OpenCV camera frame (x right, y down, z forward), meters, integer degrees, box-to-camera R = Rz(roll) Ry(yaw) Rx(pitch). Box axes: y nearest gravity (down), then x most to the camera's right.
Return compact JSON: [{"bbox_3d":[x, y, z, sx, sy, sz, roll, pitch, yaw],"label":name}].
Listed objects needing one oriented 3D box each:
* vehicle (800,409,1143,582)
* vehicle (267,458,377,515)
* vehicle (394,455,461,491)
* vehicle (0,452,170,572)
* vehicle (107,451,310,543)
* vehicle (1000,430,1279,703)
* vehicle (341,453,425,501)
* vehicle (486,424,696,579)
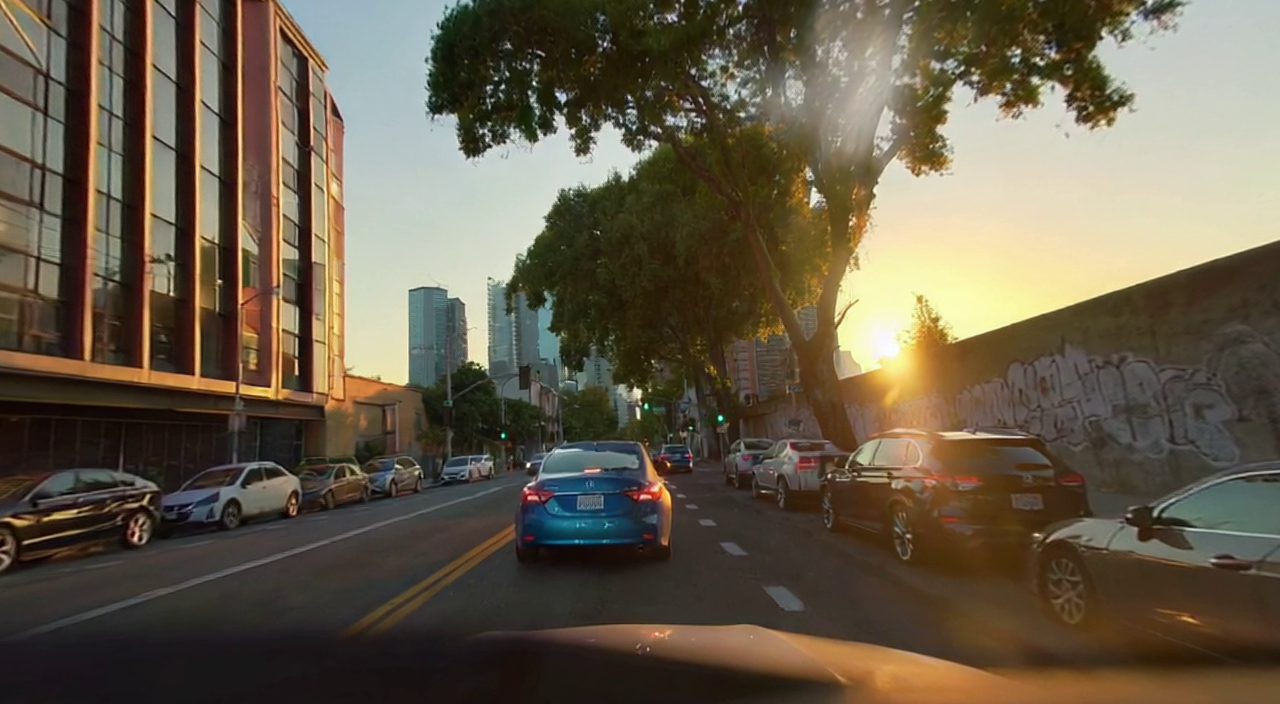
[{"bbox_3d":[4.197,1.903,9.371,2.097,1.811,5.230,0,-8,-2],"label":"vehicle"},{"bbox_3d":[-10.986,4.616,22.154,1.741,1.506,4.370,-5,-8,-3],"label":"vehicle"},{"bbox_3d":[-11.114,6.317,33.335,1.931,1.499,4.645,-6,-8,-2],"label":"vehicle"},{"bbox_3d":[-10.870,2.771,10.949,1.988,1.781,4.827,-6,-8,-3],"label":"vehicle"},{"bbox_3d":[-10.918,3.610,16.480,2.276,1.741,4.439,-7,-8,-1],"label":"vehicle"},{"bbox_3d":[4.209,1.232,3.317,1.955,1.535,4.266,3,-9,-3],"label":"vehicle"},{"bbox_3d":[-11.053,5.351,27.443,1.822,1.639,4.144,-8,-8,-1],"label":"vehicle"},{"bbox_3d":[-0.514,1.870,8.748,2.166,1.579,4.300,0,-8,0],"label":"vehicle"}]
